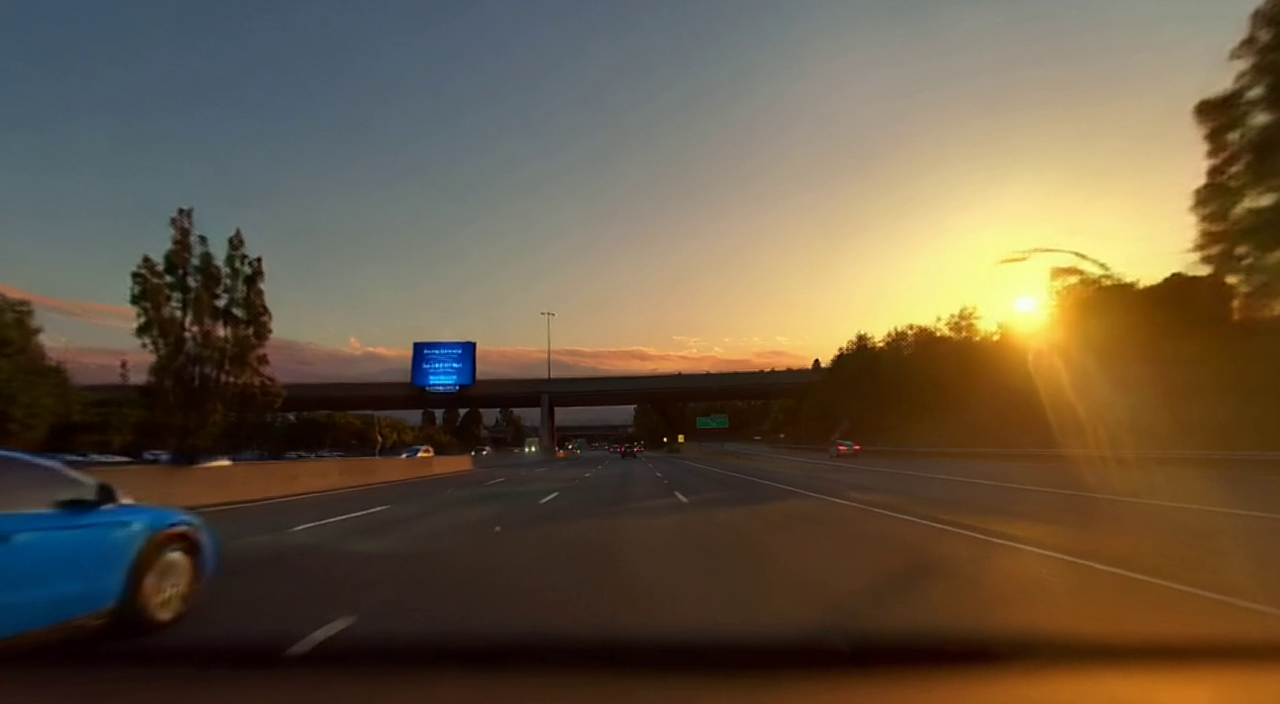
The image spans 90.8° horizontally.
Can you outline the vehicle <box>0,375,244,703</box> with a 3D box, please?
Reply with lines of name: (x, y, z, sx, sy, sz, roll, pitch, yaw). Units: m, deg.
vehicle: (-4.298, 0.924, 2.758, 2.102, 1.727, 4.704, 0, -9, -1)
